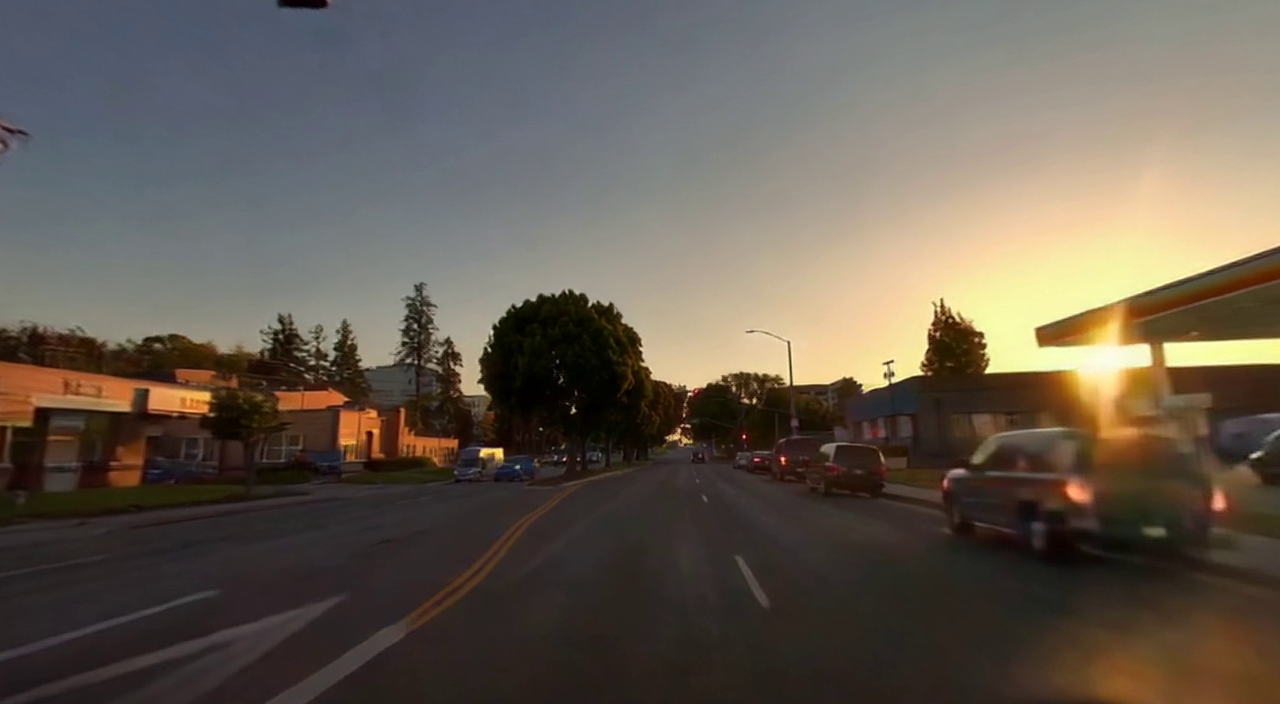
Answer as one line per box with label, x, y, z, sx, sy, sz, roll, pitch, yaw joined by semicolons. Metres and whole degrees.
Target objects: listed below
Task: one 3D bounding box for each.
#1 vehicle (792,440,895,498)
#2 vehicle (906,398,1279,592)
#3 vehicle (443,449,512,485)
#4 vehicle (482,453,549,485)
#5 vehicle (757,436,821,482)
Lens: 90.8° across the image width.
vehicle;6.714;3.909;21.532;1.995;1.720;5.067;-1;-9;2
vehicle;5.783;1.817;8.878;2.194;1.896;5.049;-1;-9;5
vehicle;-9.600;6.836;37.909;2.214;1.994;5.721;-1;-9;5
vehicle;-6.721;6.366;34.717;2.007;1.606;4.764;-2;-9;9
vehicle;7.481;5.437;32.317;2.181;2.103;6.044;-1;-9;4
